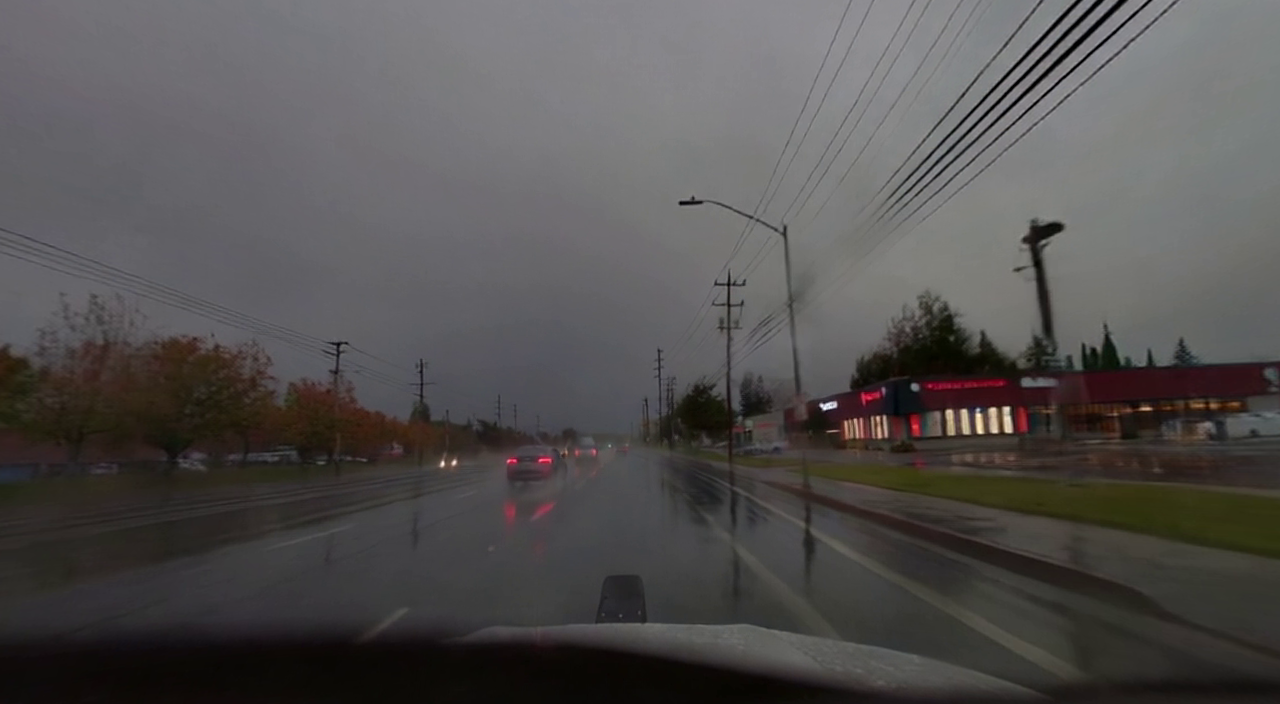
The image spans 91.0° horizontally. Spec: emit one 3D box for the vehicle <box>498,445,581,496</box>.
[{"bbox_3d":[-3.136,3.812,20.643,1.942,1.469,4.426,0,-9,1],"label":"vehicle"}]
